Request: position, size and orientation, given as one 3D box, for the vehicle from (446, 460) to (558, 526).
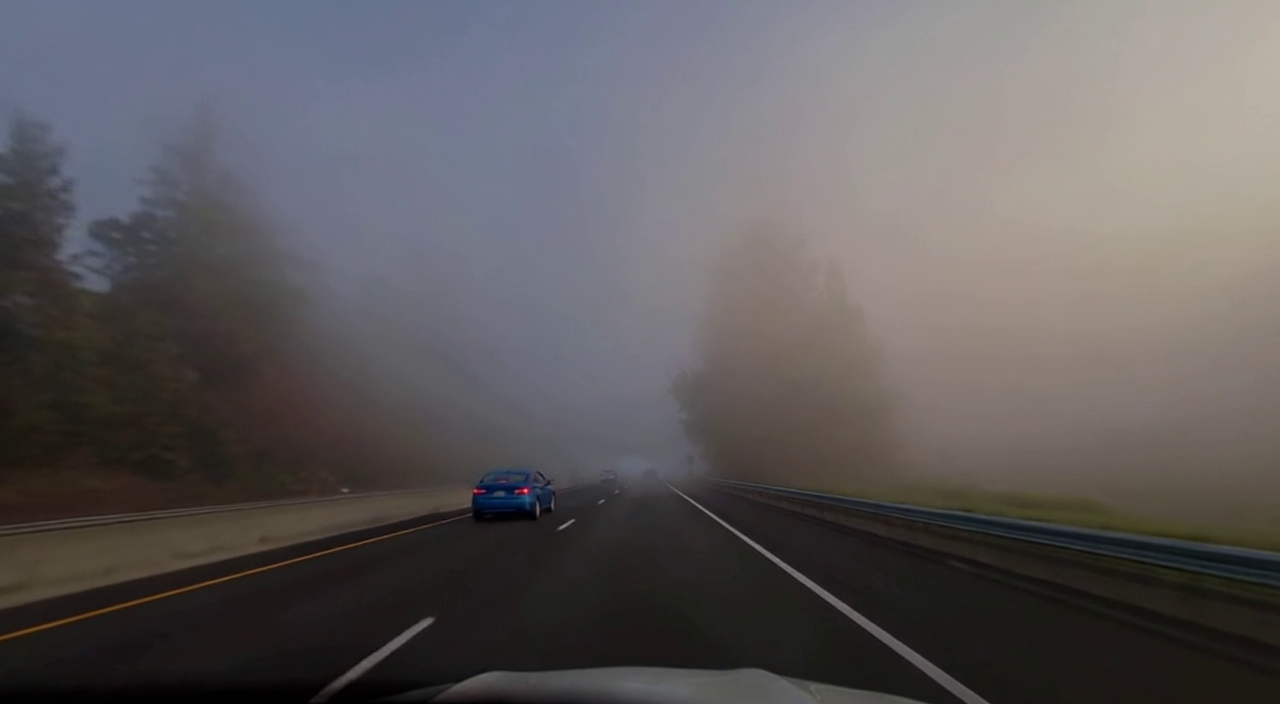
[{"bbox_3d":[-3.620,3.825,17.439,2.047,1.523,4.279,1,-11,1],"label":"vehicle"}]
